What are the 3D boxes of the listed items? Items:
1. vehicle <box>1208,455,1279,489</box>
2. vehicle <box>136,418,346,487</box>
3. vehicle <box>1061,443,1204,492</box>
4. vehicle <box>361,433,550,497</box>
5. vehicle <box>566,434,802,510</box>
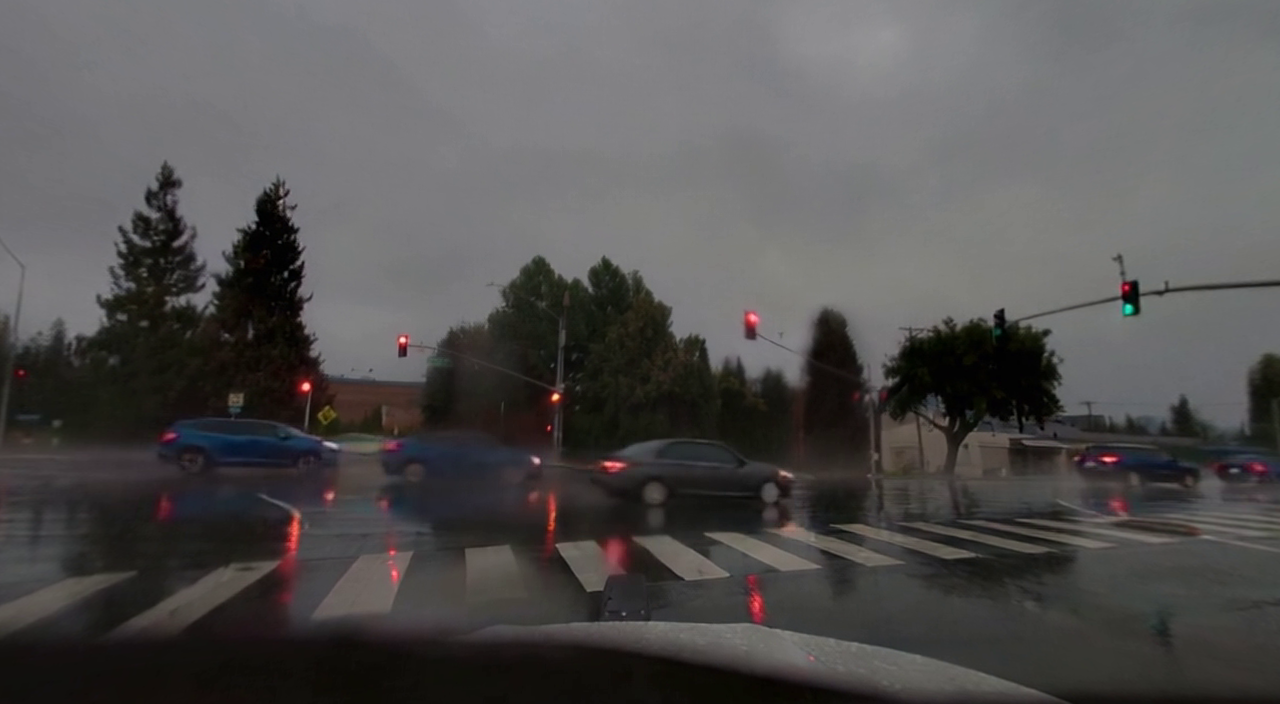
[{"bbox_3d":[31.228,5.915,31.361,5.203,1.488,1.907,3,-9,-18],"label":"vehicle"},{"bbox_3d":[-11.306,2.884,18.352,4.708,1.810,1.986,3,-9,-18],"label":"vehicle"},{"bbox_3d":[18.794,4.348,24.091,4.626,1.710,1.891,3,-9,-18],"label":"vehicle"},{"bbox_3d":[-4.763,2.912,16.571,4.475,1.496,1.861,3,-9,-18],"label":"vehicle"},{"bbox_3d":[0.954,2.624,14.238,4.952,1.511,1.855,2,-9,-17],"label":"vehicle"}]
